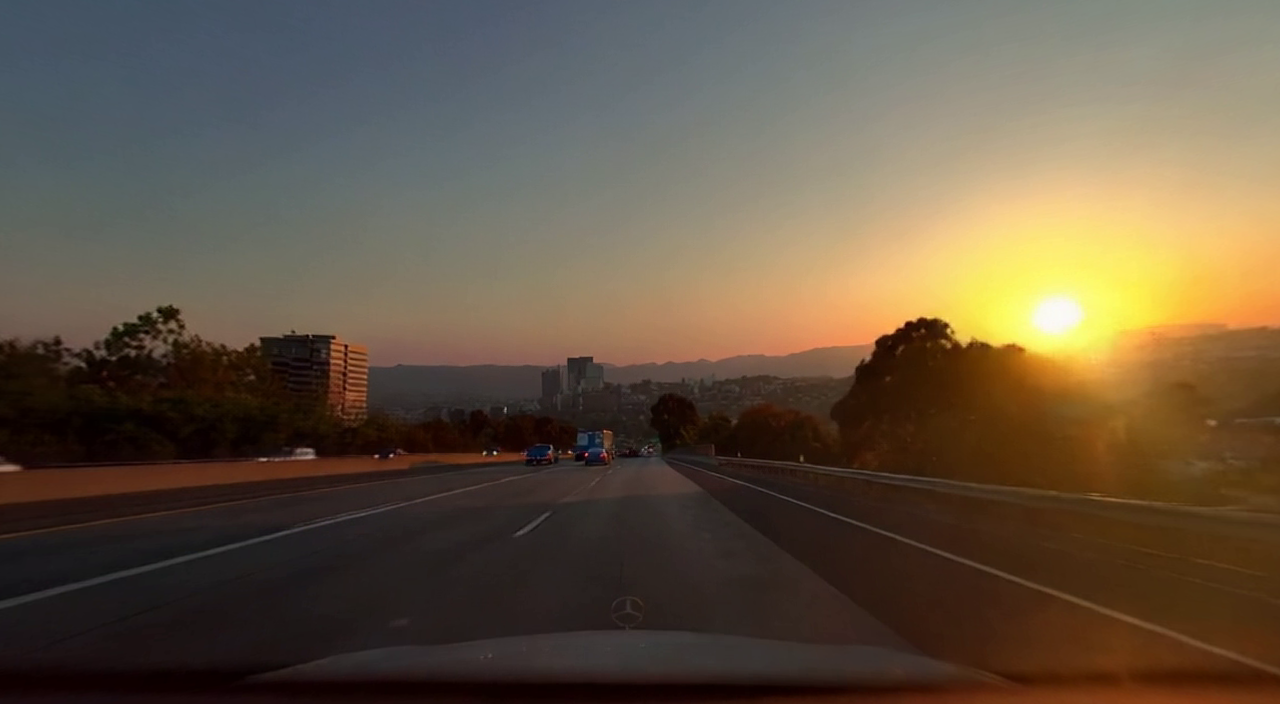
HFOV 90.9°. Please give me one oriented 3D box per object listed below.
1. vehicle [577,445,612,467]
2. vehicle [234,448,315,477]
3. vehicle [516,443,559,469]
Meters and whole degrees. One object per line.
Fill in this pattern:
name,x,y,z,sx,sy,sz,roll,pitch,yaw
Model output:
vehicle,-3.370,7.788,47.566,2.184,1.554,4.350,0,-8,2
vehicle,-19.874,6.004,34.507,1.826,1.419,4.274,0,-8,1
vehicle,-6.888,7.008,42.824,2.075,1.646,4.405,0,-8,2
